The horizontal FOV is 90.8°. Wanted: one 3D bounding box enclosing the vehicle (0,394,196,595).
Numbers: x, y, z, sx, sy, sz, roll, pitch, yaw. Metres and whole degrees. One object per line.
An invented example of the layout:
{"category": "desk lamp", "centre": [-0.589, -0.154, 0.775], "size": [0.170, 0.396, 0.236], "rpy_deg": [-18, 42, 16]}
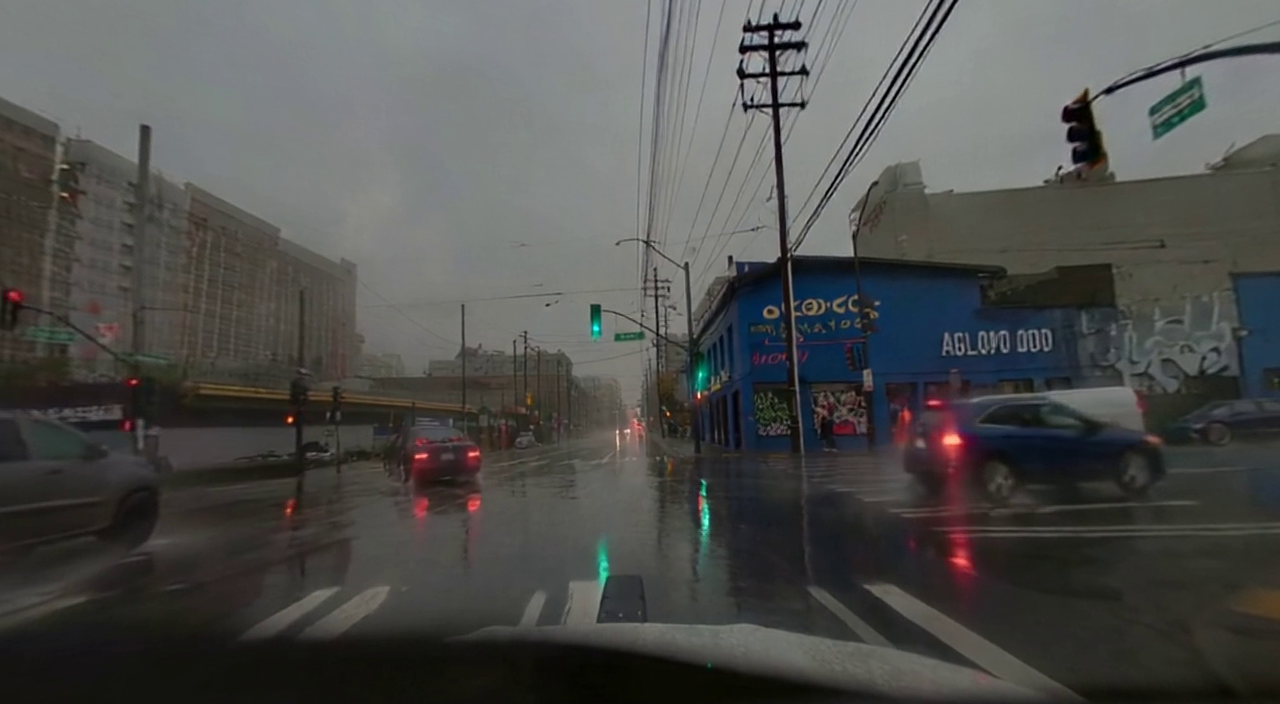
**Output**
{"category": "vehicle", "centre": [-6.678, 1.316, 5.983], "size": [2.063, 1.751, 4.229], "rpy_deg": [0, -8, -4]}

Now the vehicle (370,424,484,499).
{"category": "vehicle", "centre": [-5.154, 2.480, 14.895], "size": [2.097, 1.457, 4.439], "rpy_deg": [3, -8, -24]}

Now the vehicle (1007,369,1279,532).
{"category": "vehicle", "centre": [7.513, 1.177, 7.908], "size": [4.714, 1.686, 1.973], "rpy_deg": [1, -8, -8]}

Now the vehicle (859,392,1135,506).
{"category": "vehicle", "centre": [6.086, 1.524, 10.731], "size": [4.260, 1.497, 2.059], "rpy_deg": [1, -7, -29]}
